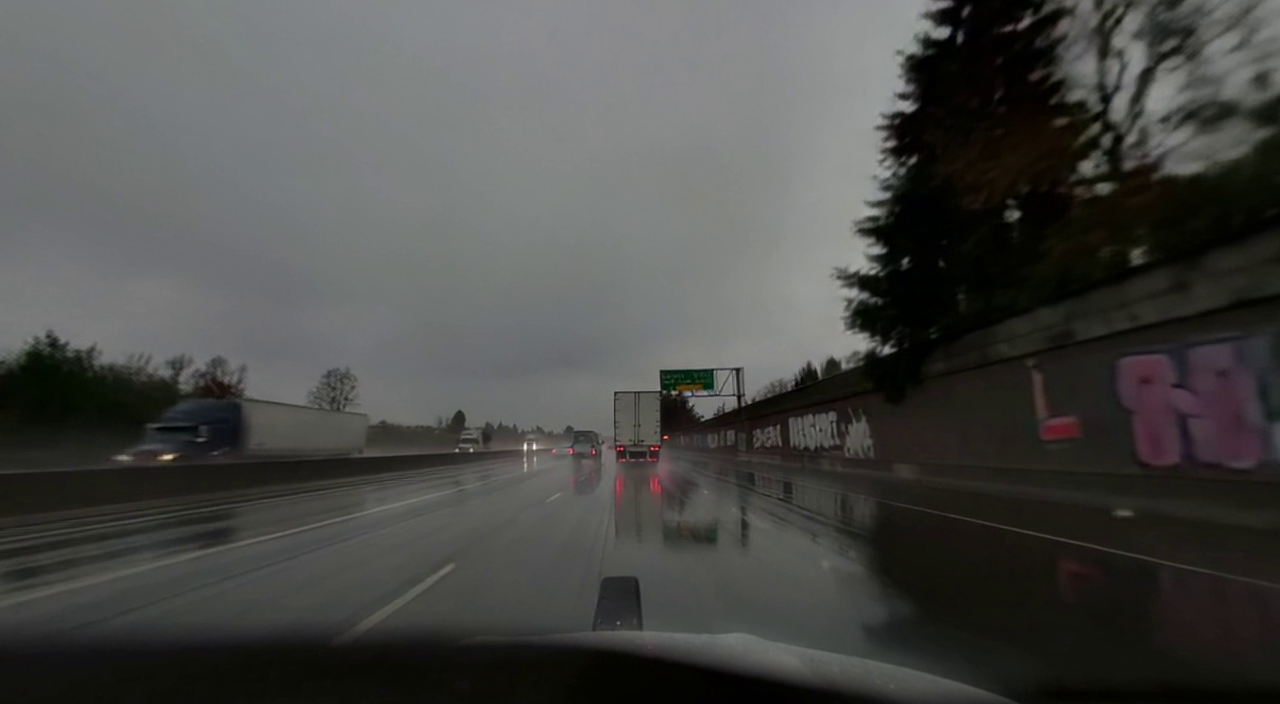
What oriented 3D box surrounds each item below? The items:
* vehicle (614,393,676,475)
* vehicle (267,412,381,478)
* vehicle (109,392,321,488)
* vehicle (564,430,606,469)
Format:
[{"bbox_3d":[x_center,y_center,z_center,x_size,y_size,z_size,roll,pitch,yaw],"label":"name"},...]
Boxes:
[{"bbox_3d":[0.169,4.895,36.532,3.042,4.023,10.832,0,-9,-1],"label":"vehicle"},{"bbox_3d":[-19.467,5.859,39.419,2.845,3.649,8.180,0,-9,0],"label":"vehicle"},{"bbox_3d":[-19.294,4.249,29.764,2.945,3.740,10.133,0,-9,0],"label":"vehicle"},{"bbox_3d":[-3.525,6.415,41.234,2.278,2.369,5.249,0,-9,1],"label":"vehicle"}]
